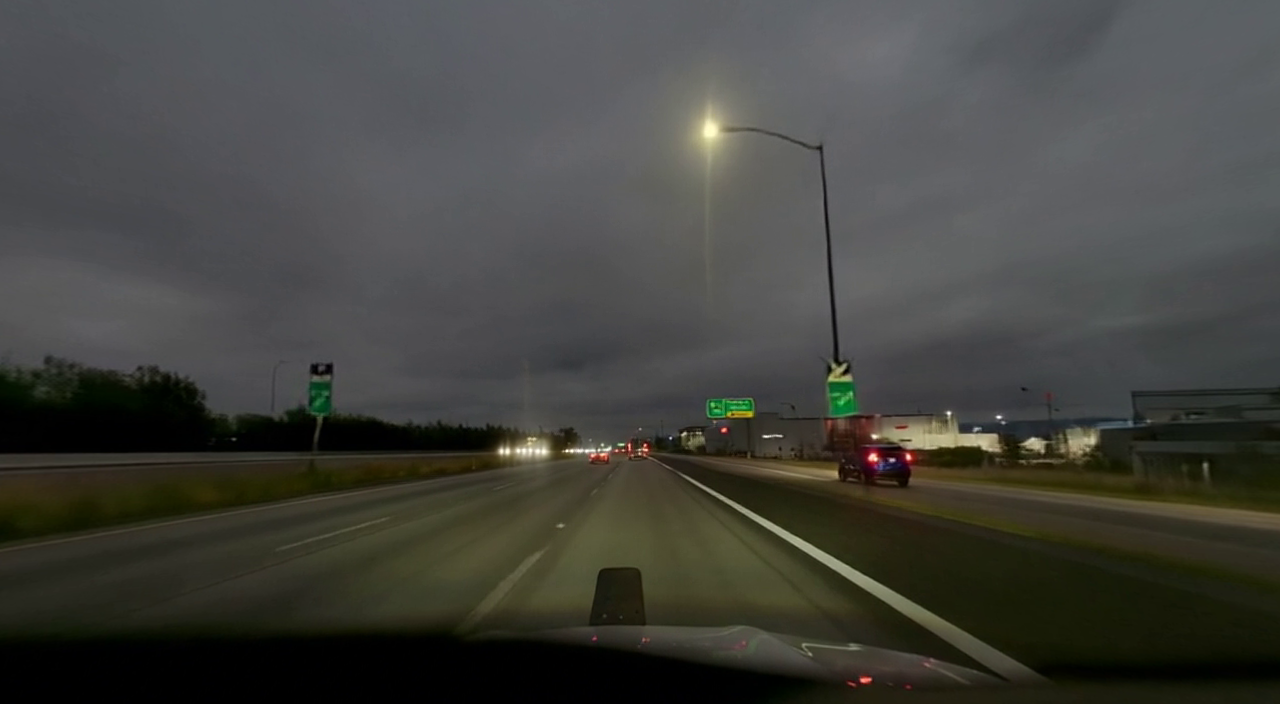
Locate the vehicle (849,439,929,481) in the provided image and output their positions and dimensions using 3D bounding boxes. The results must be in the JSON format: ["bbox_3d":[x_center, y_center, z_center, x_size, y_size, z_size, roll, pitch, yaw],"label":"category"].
[{"bbox_3d":[14.846,6.460,38.075,2.411,2.326,5.300,0,-9,-3],"label":"vehicle"}]
